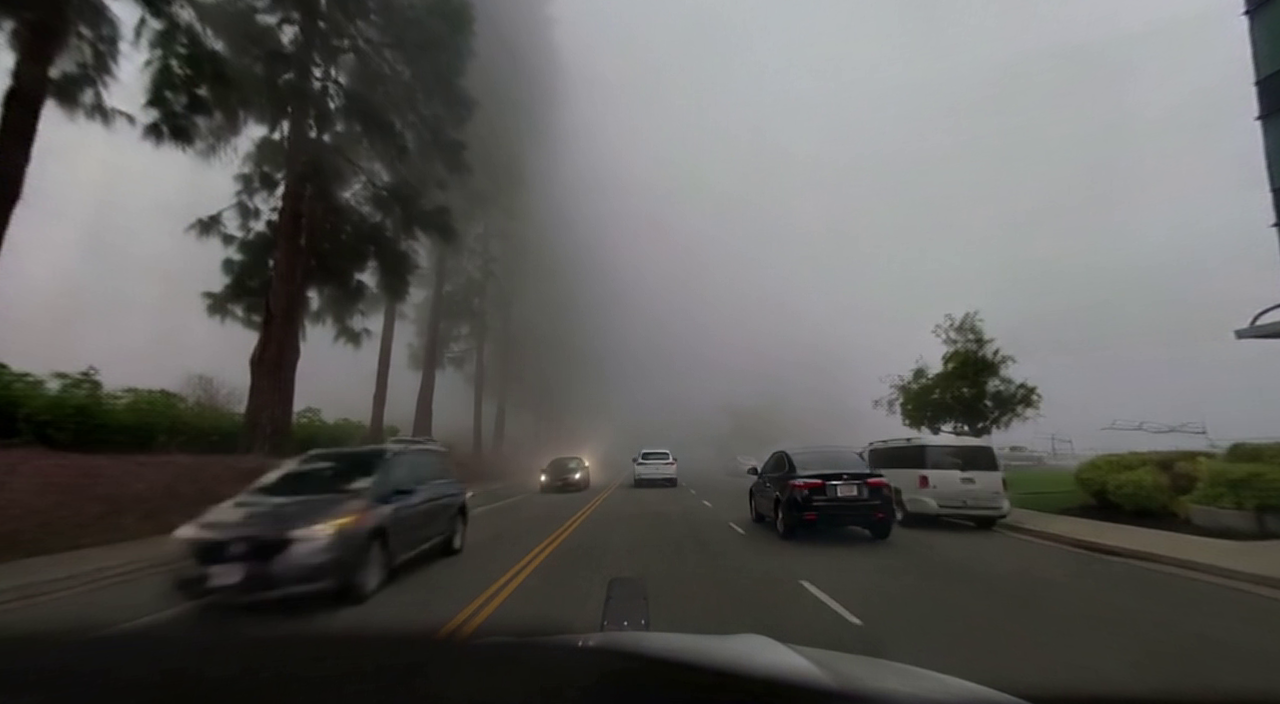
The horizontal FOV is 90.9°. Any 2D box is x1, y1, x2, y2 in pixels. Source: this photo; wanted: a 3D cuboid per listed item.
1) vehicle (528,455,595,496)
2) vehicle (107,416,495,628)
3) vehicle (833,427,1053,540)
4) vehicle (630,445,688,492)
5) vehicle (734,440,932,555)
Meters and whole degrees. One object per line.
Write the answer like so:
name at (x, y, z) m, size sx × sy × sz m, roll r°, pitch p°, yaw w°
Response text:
vehicle at (-2.915, 4.686, 24.279) m, size 1.997 × 1.415 × 4.195 m, roll -1°, pitch -9°, yaw 1°
vehicle at (-3.310, 1.755, 7.417) m, size 2.124 × 1.731 × 4.227 m, roll -1°, pitch -9°, yaw 1°
vehicle at (5.685, 2.524, 12.698) m, size 2.059 × 1.813 × 4.637 m, roll 0°, pitch -9°, yaw 0°
vehicle at (0.715, 4.533, 24.785) m, size 2.105 × 1.653 × 3.887 m, roll -1°, pitch -9°, yaw 1°
vehicle at (2.951, 2.322, 10.722) m, size 1.991 × 1.536 × 4.116 m, roll 0°, pitch -9°, yaw -1°
